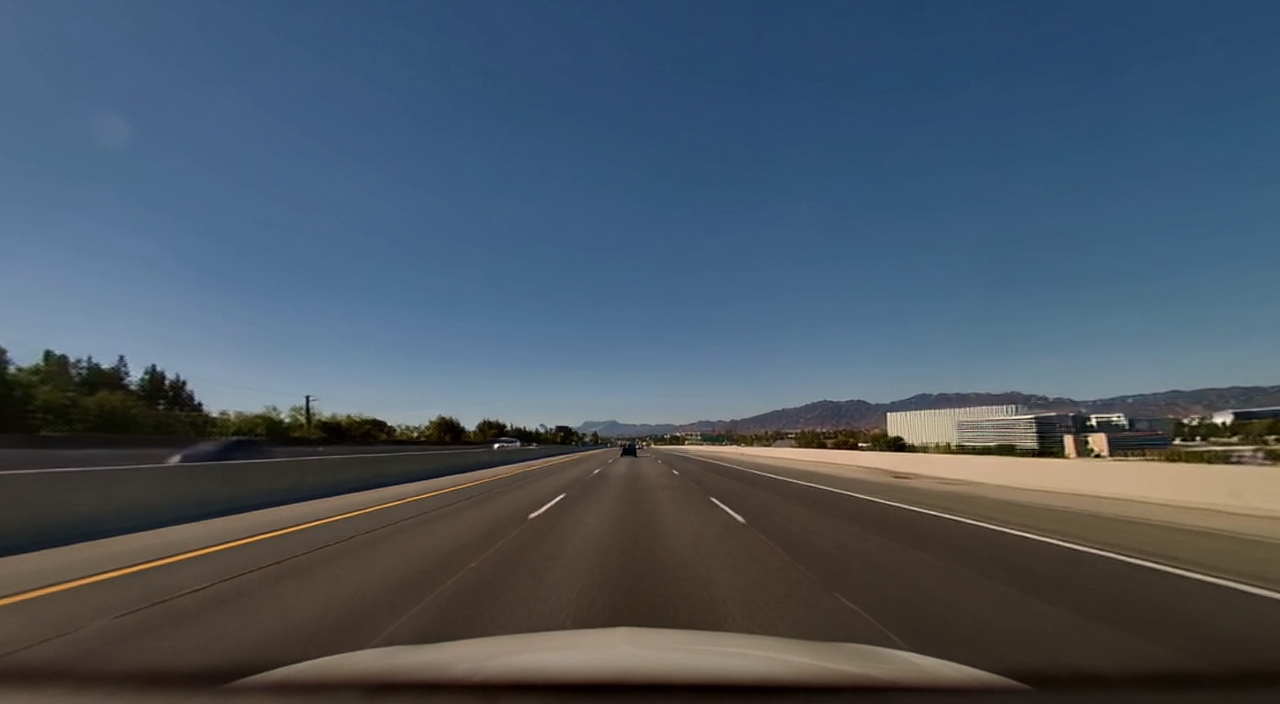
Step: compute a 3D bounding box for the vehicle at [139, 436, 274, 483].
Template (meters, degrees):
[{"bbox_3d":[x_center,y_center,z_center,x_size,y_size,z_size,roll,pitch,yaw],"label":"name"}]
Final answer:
[{"bbox_3d":[-19.248,4.776,28.475,2.133,1.837,5.559,0,-8,0],"label":"vehicle"}]
